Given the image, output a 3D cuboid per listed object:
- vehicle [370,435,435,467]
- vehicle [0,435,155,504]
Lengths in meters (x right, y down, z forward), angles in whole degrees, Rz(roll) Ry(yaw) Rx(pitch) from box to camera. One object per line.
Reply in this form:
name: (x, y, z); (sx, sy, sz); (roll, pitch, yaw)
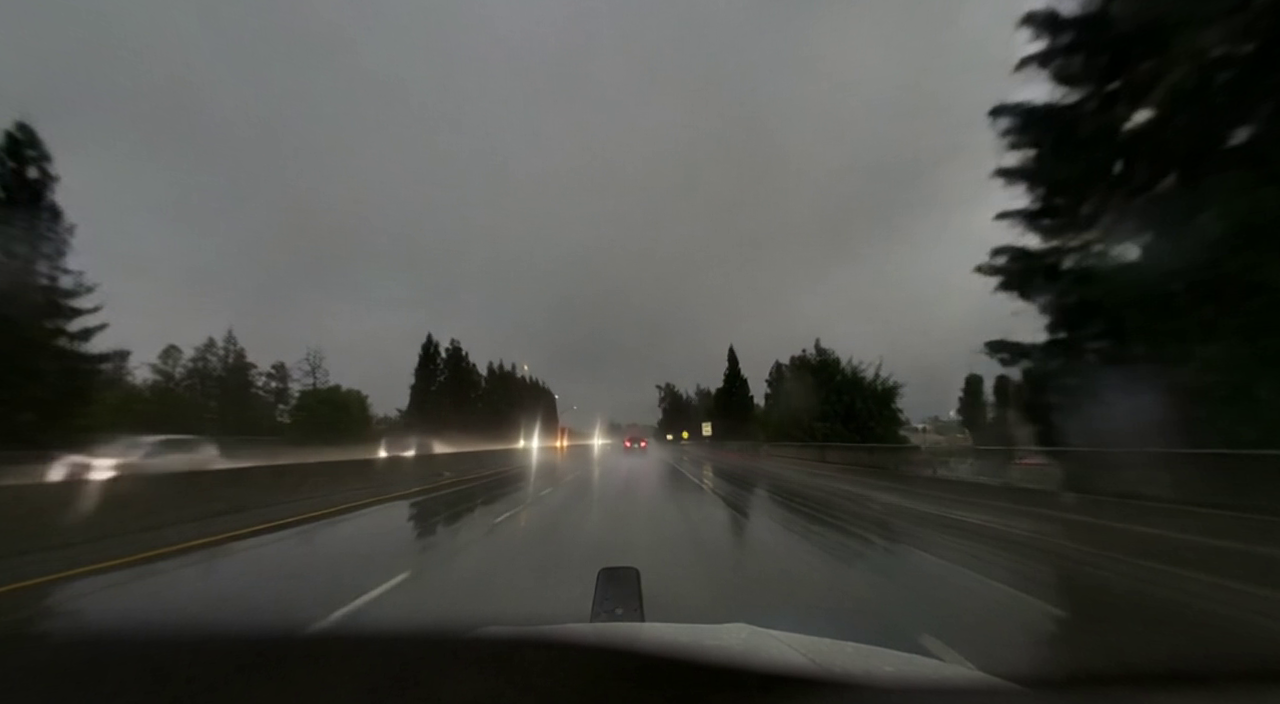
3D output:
vehicle: (-12.771, 5.312, 34.070); (1.843, 1.593, 4.195); (0, -8, 0)
vehicle: (-16.217, 3.179, 17.557); (1.914, 1.668, 4.316); (0, -8, 0)
